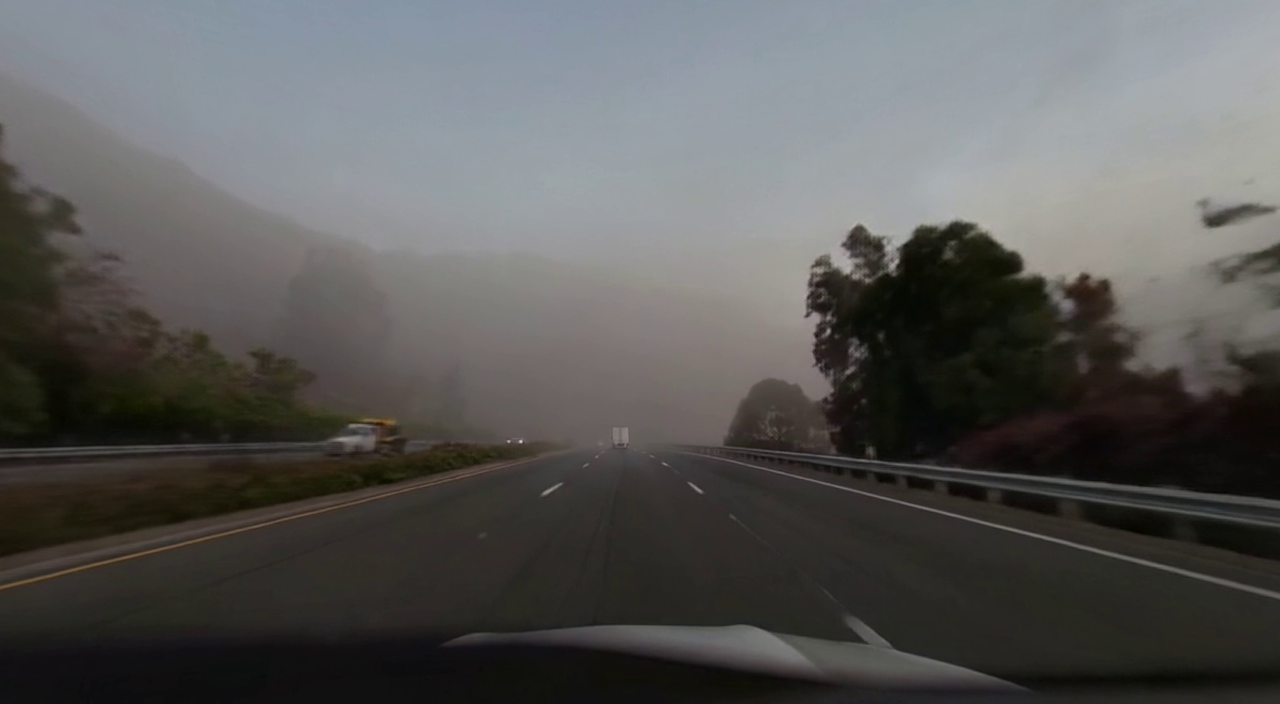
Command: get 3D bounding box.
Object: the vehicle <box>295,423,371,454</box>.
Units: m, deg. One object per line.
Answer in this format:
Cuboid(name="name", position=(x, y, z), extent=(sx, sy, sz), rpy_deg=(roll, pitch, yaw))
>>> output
Cuboid(name="vehicle", position=(-16.559, 4.725, 34.251), extent=(1.882, 1.561, 4.536), rpy_deg=(0, -8, -1))
